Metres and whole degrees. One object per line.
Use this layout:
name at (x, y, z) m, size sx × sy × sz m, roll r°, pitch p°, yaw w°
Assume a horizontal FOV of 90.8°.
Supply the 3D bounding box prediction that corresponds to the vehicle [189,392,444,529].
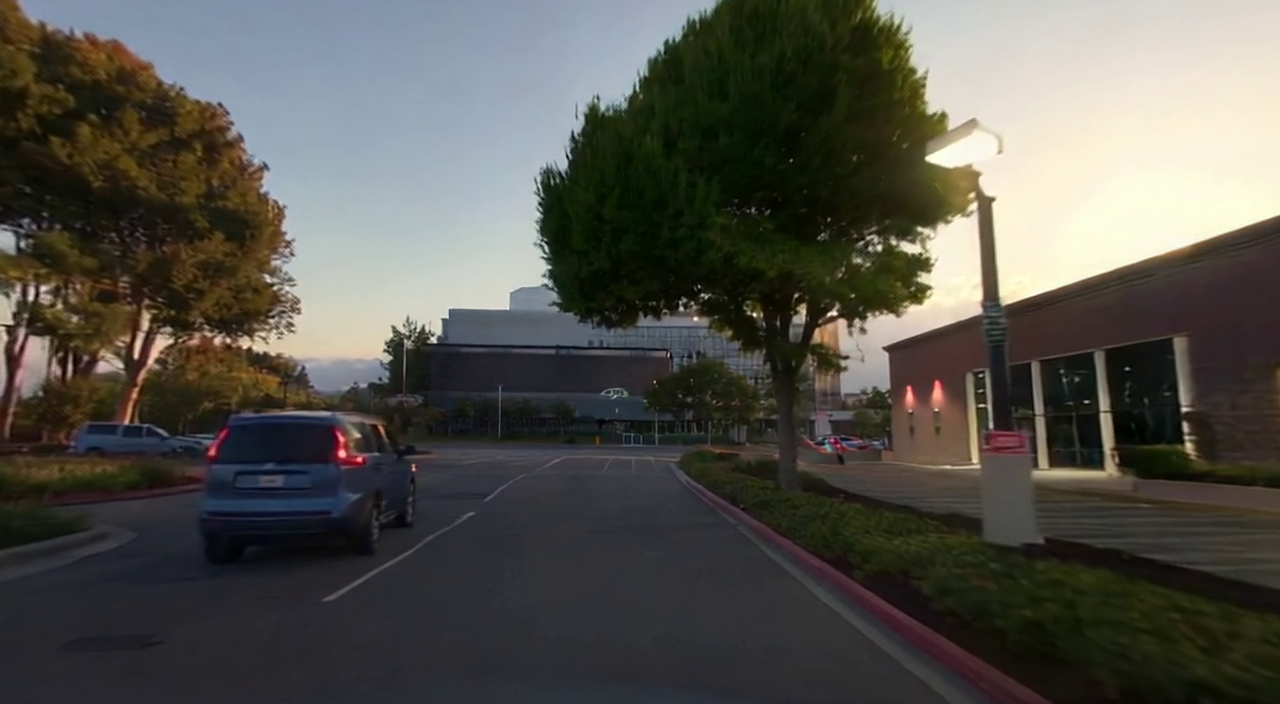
vehicle at (-5.017, 1.768, 10.752) m, size 2.180 × 1.806 × 4.541 m, roll 0°, pitch -8°, yaw -4°
